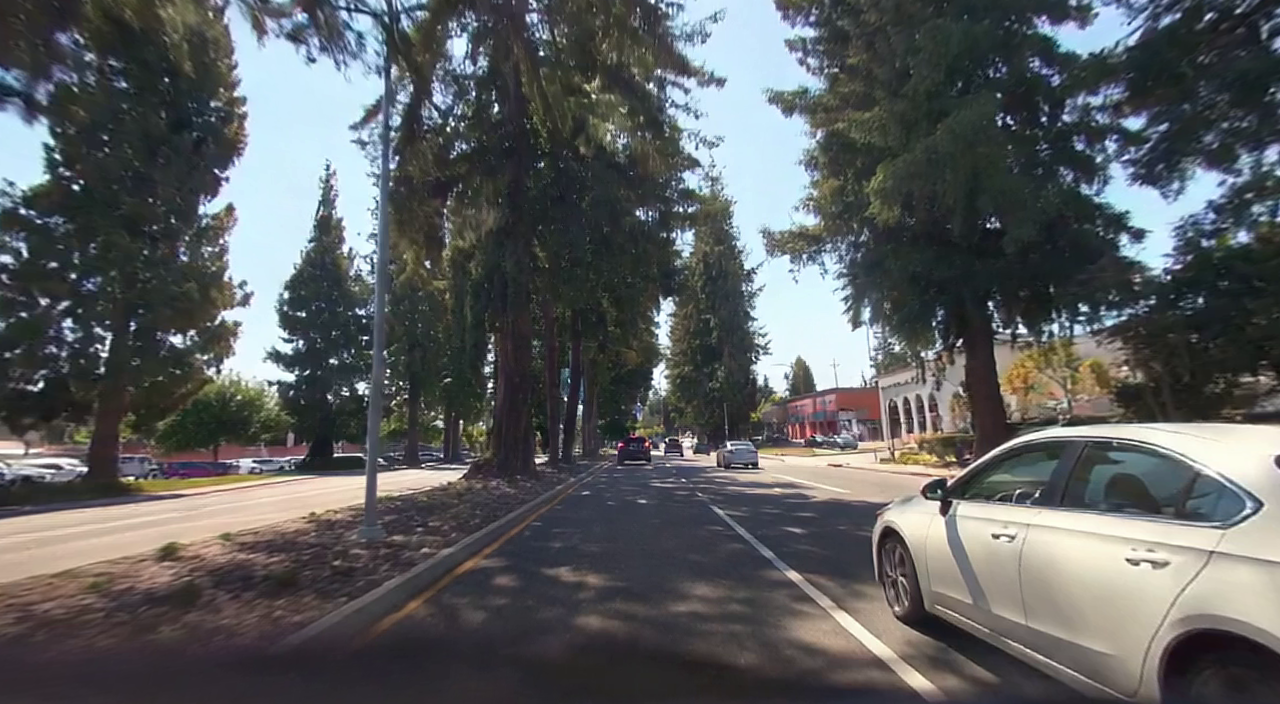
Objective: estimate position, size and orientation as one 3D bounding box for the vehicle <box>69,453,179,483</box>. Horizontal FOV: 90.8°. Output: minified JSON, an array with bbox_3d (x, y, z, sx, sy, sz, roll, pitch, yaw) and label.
[{"bbox_3d":[-30.876,6.908,37.882,4.678,1.692,2.118,0,-8,0],"label":"vehicle"}]

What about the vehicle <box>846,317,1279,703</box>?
[{"bbox_3d":[2.993,0.959,3.466,2.153,1.658,4.485,0,-8,-1],"label":"vehicle"}]

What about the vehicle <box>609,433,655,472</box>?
[{"bbox_3d":[-0.377,4.939,31.248,2.106,1.798,4.168,0,-8,0],"label":"vehicle"}]

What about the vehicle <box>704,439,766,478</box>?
[{"bbox_3d":[3.775,4.303,25.843,1.883,1.452,4.258,0,-8,0],"label":"vehicle"}]

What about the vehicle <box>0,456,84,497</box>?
[{"bbox_3d":[-28.476,5.668,28.949,1.973,1.659,4.397,0,-8,-2],"label":"vehicle"}]
